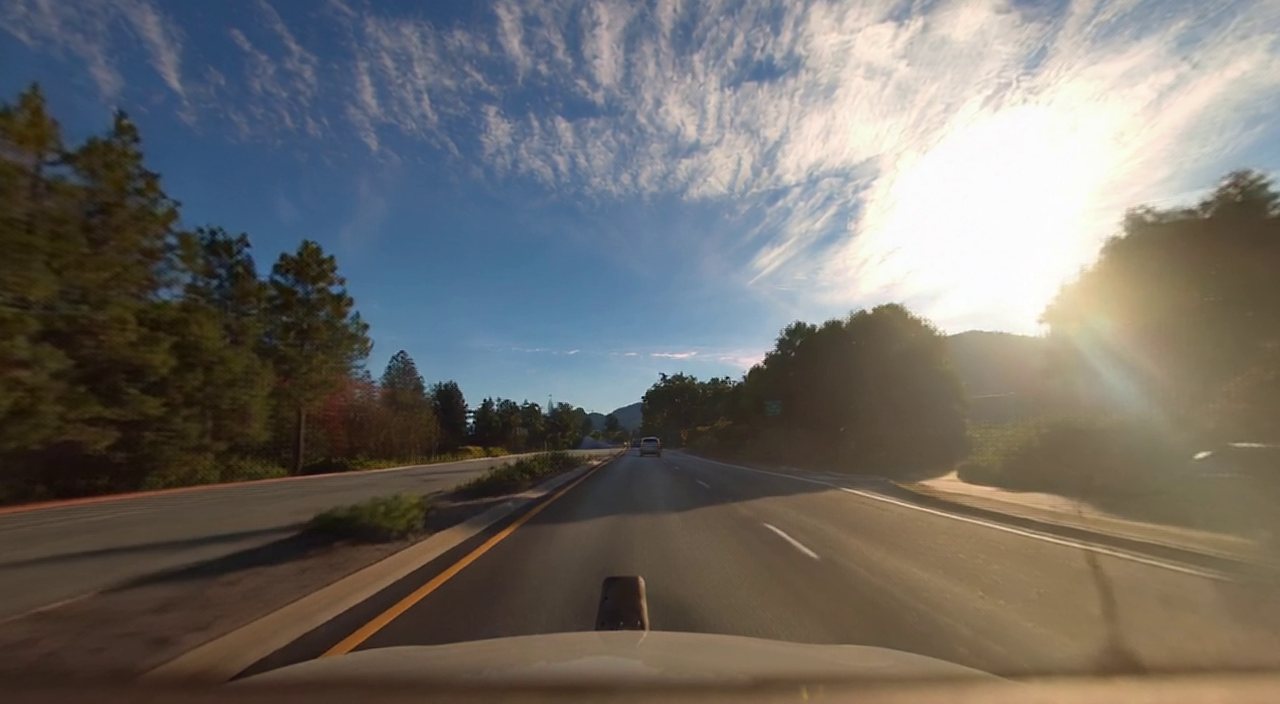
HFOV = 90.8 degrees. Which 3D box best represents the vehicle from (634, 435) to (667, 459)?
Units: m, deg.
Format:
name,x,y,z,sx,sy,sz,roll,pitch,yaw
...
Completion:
name,x,y,z,sx,sy,sz,roll,pitch,yaw
vehicle,0.744,7.283,48.282,2.183,1.744,4.424,0,-9,-4
